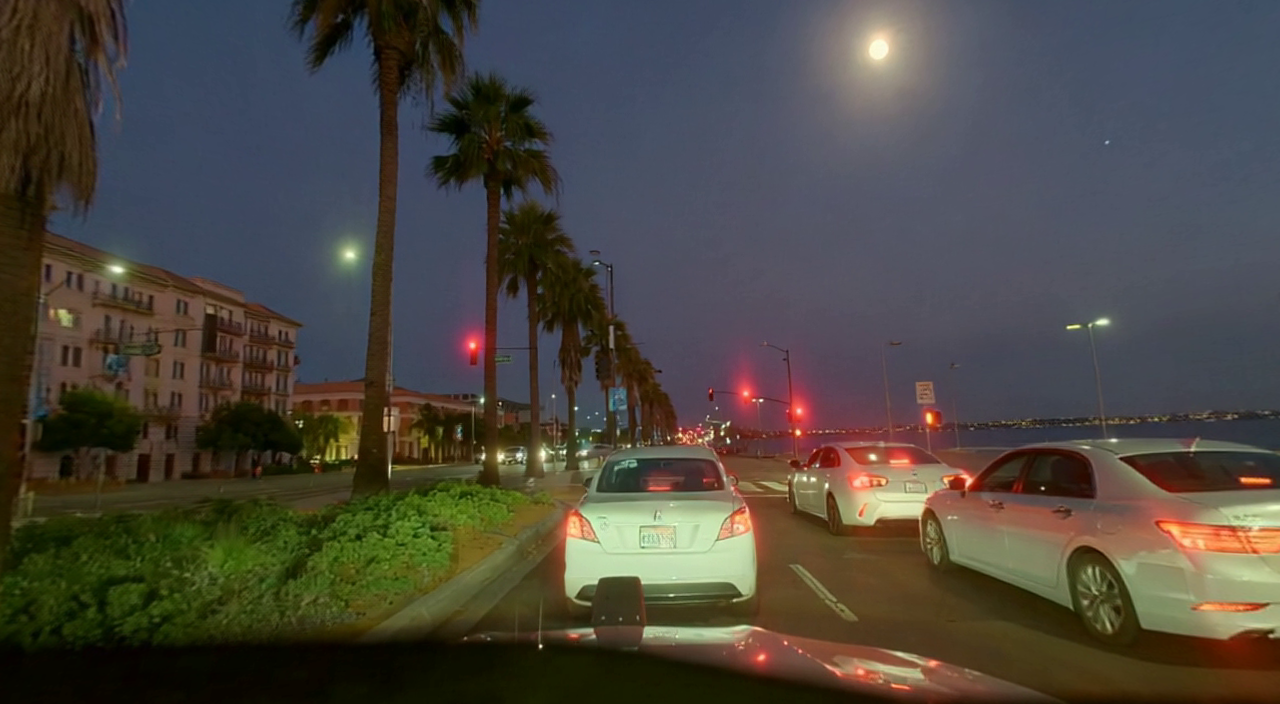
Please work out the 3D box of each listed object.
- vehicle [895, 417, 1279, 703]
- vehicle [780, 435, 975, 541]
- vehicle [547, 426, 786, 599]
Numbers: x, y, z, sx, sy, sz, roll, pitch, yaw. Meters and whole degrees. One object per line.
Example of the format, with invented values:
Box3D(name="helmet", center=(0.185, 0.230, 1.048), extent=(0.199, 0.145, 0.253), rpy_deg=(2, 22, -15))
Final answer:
Box3D(name="vehicle", center=(3.911, 1.363, 5.081), extent=(1.913, 1.469, 4.425), rpy_deg=(0, -9, 1))
Box3D(name="vehicle", center=(3.890, 2.287, 11.295), extent=(1.920, 1.490, 4.417), rpy_deg=(-1, -9, 3))
Box3D(name="vehicle", center=(0.264, 1.698, 7.477), extent=(2.093, 1.503, 3.681), rpy_deg=(0, -9, 1))
